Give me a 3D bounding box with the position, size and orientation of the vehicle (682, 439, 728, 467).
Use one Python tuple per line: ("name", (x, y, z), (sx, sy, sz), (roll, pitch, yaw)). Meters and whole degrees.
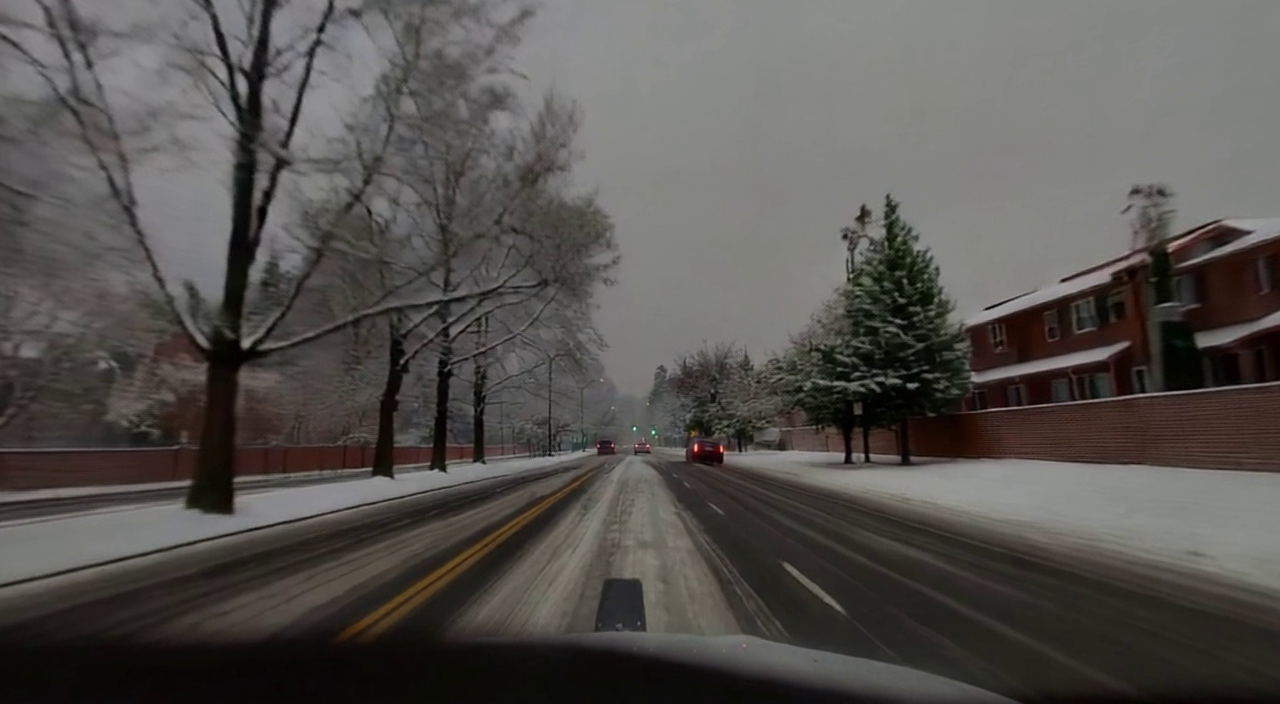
("vehicle", (3.900, 6.210, 38.814), (2.237, 1.578, 4.621), (0, -8, -1))
